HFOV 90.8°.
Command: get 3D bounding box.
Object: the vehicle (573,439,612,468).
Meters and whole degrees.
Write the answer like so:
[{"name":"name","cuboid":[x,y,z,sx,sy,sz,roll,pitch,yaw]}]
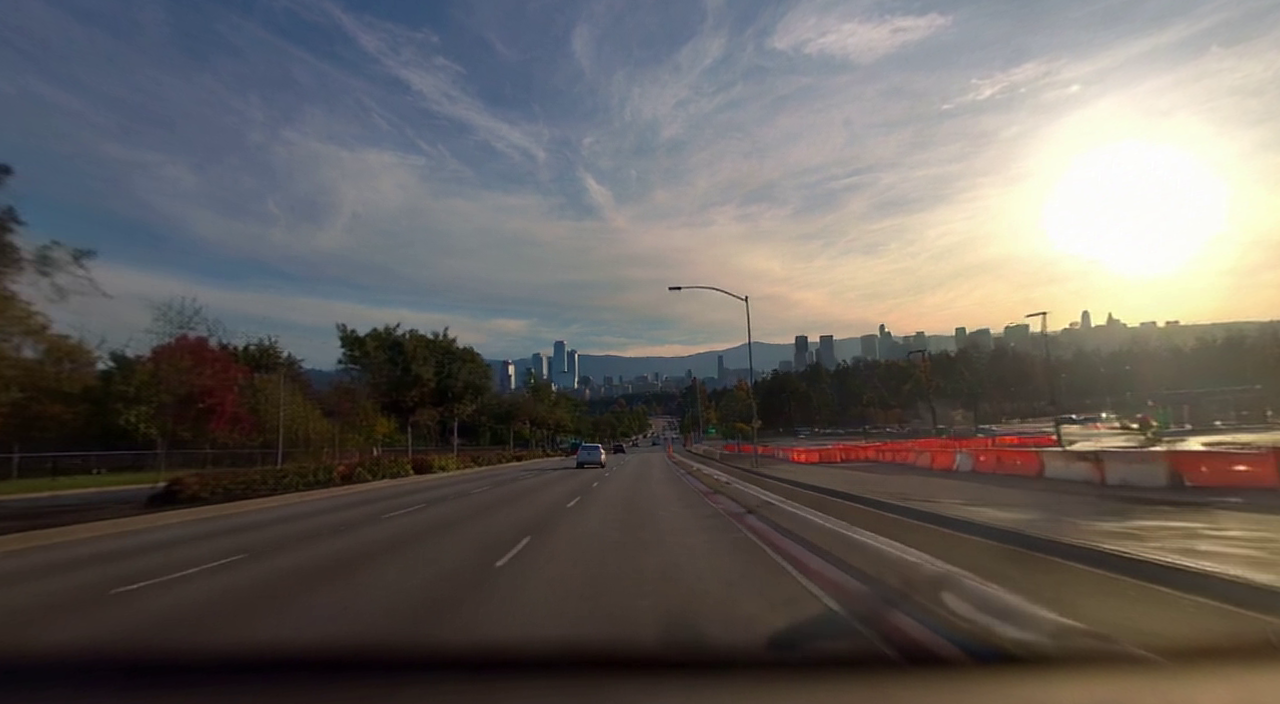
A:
[{"name":"vehicle","cuboid":[-2.915,6.350,39.690,2.121,1.654,3.993,0,-8,0]}]
